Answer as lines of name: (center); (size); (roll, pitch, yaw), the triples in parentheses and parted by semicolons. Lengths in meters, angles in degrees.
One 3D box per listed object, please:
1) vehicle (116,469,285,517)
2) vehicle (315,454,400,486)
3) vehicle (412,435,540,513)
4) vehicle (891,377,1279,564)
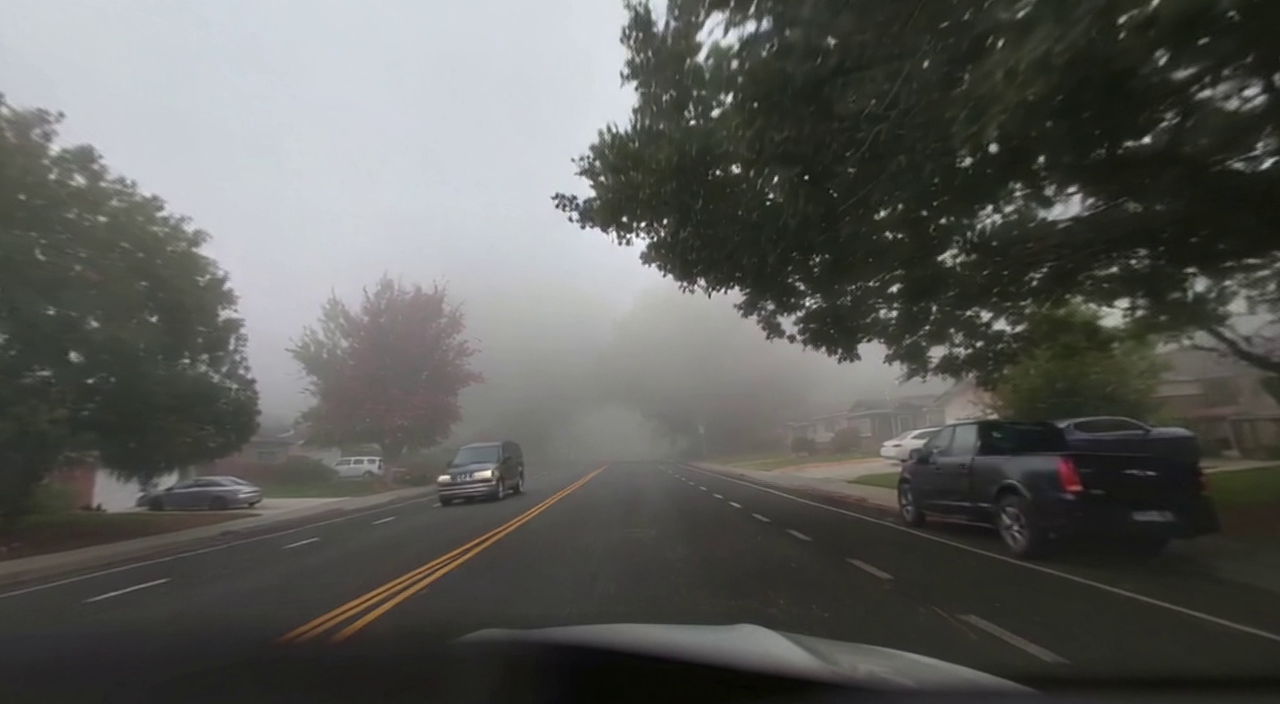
vehicle: (-15.135, 4.857, 21.967); (4.353, 1.467, 1.931); (0, -9, -2)
vehicle: (-19.497, 8.159, 43.799); (4.802, 1.868, 2.395); (-3, -9, -1)
vehicle: (-4.298, 3.296, 17.590); (2.151, 1.830, 5.172); (0, -9, 0)
vehicle: (6.111, 1.716, 9.736); (2.205, 2.020, 5.634); (0, -9, 1)
